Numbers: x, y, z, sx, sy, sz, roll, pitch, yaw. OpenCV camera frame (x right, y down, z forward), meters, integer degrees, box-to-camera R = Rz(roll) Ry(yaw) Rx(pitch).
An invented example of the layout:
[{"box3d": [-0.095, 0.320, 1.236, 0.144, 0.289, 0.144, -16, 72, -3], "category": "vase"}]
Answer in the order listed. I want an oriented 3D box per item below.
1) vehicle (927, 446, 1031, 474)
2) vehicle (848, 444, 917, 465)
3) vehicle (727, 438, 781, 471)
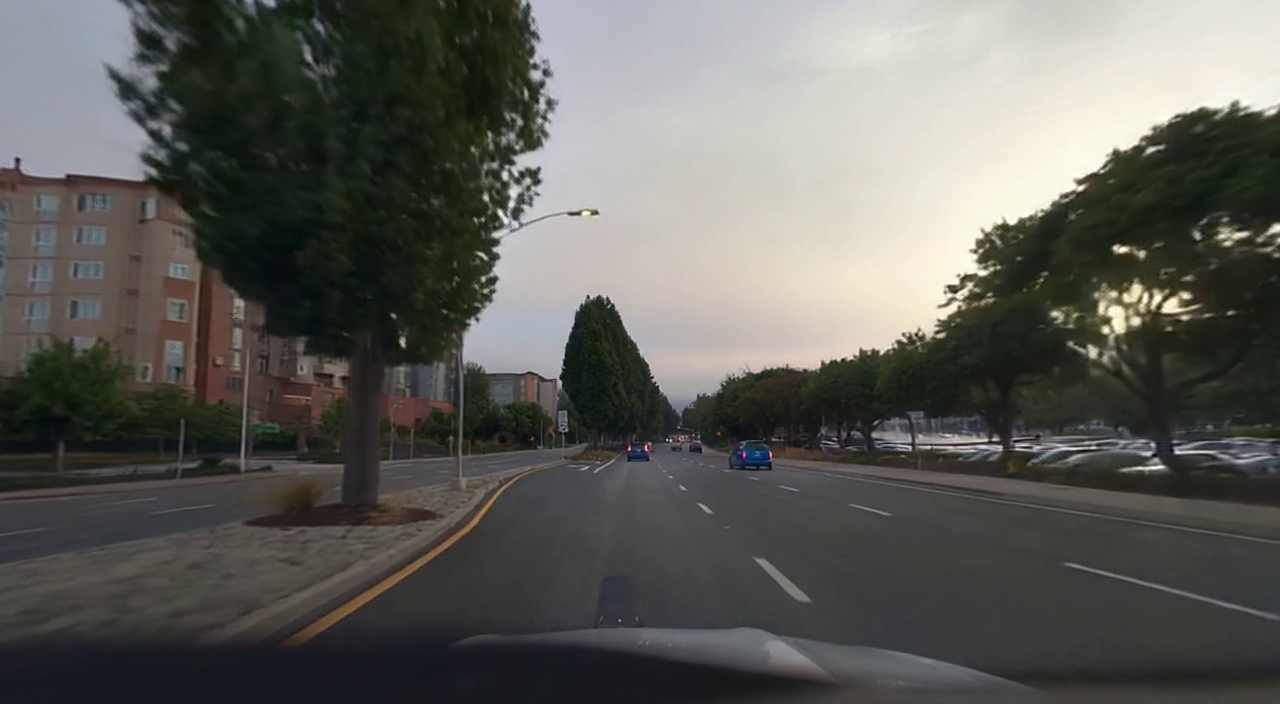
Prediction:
[{"box3d": [19.058, 6.073, 35.487, 4.683, 1.462, 1.995, 0, -9, 0], "category": "vehicle"}, {"box3d": [18.997, 8.031, 49.423, 4.644, 1.552, 1.980, 0, -9, 2], "category": "vehicle"}, {"box3d": [6.525, 5.948, 36.698, 2.136, 1.799, 4.796, 0, -9, -2], "category": "vehicle"}]
